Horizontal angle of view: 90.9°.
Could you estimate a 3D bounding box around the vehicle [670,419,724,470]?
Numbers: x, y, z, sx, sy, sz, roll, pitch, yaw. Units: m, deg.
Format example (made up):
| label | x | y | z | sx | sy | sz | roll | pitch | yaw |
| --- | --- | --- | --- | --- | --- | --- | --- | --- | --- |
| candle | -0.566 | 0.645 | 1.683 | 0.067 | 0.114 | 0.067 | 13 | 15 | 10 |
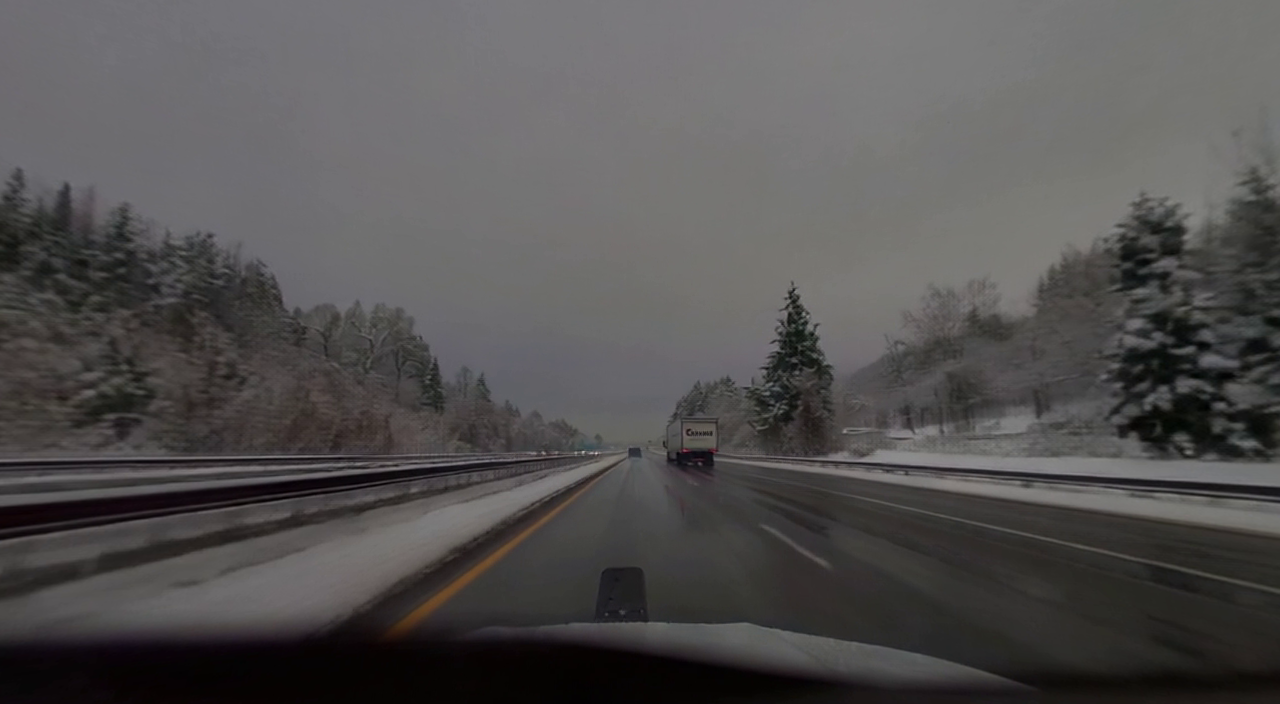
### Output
| label | x | y | z | sx | sy | sz | roll | pitch | yaw |
| --- | --- | --- | --- | --- | --- | --- | --- | --- | --- |
| vehicle | 4.137 | 7.220 | 48.782 | 2.876 | 3.419 | 11.591 | 0 | -9 | -1 |
